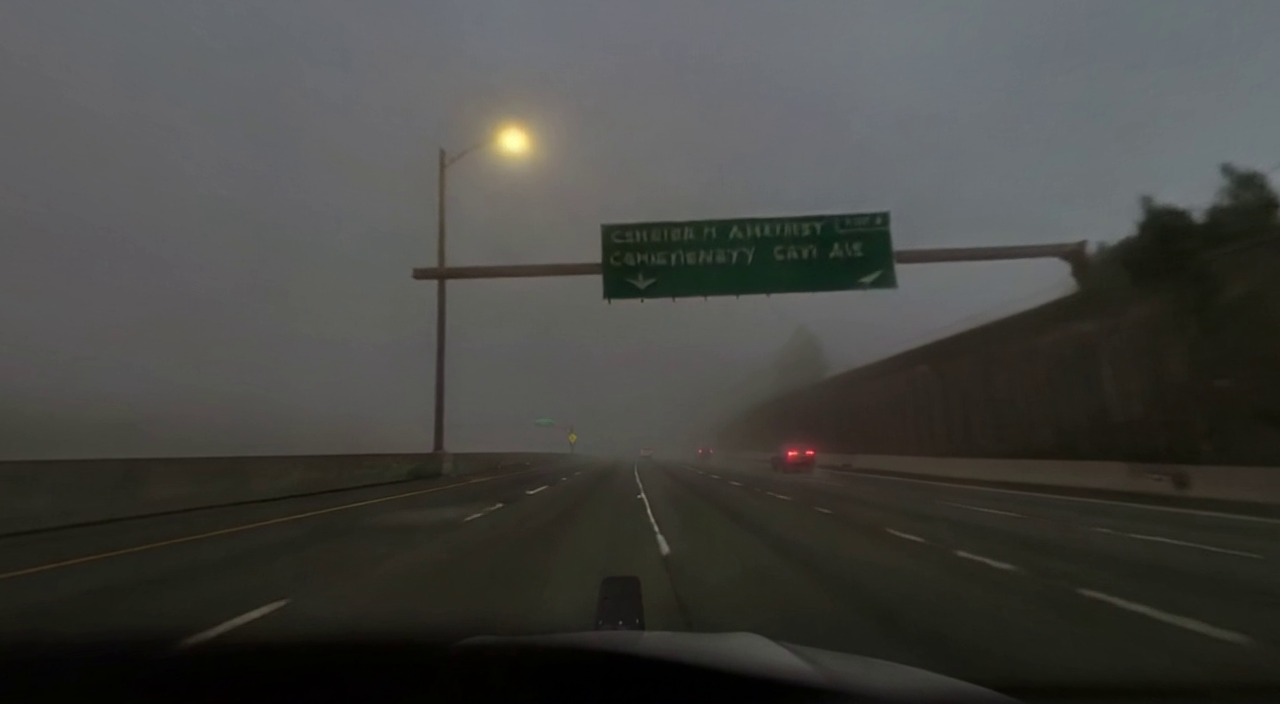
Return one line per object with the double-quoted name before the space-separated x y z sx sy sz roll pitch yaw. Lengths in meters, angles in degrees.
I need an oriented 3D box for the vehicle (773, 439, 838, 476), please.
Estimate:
"vehicle" 8.603 5.537 33.217 2.167 1.781 4.340 0 -9 -1
